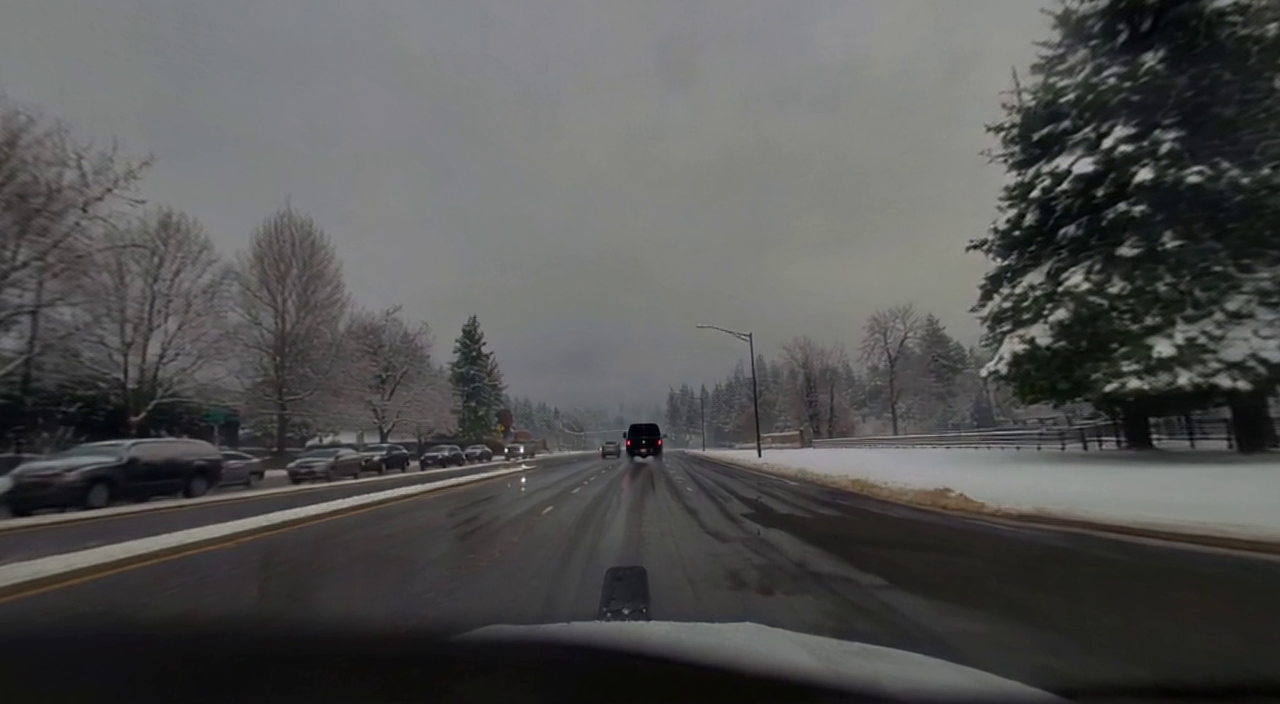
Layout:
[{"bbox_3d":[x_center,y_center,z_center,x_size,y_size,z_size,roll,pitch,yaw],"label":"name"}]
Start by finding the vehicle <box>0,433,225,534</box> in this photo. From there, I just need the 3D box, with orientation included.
[{"bbox_3d":[-12.329,2.870,14.545,2.068,1.747,5.040,-4,-6,2],"label":"vehicle"}]

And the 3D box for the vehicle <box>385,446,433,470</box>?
[{"bbox_3d":[-17.942,8.240,49.196,1.899,1.727,4.464,0,-8,3],"label":"vehicle"}]

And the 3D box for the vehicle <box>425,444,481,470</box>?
[{"bbox_3d":[-11.433,6.437,38.836,1.884,1.486,4.566,0,-8,2],"label":"vehicle"}]

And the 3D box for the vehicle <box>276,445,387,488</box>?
[{"bbox_3d":[-11.740,4.365,24.375,1.935,1.467,4.451,0,-8,2],"label":"vehicle"}]

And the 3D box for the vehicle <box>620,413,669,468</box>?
[{"bbox_3d":[0.210,5.817,41.292,2.843,3.120,10.422,0,-8,-1],"label":"vehicle"}]
